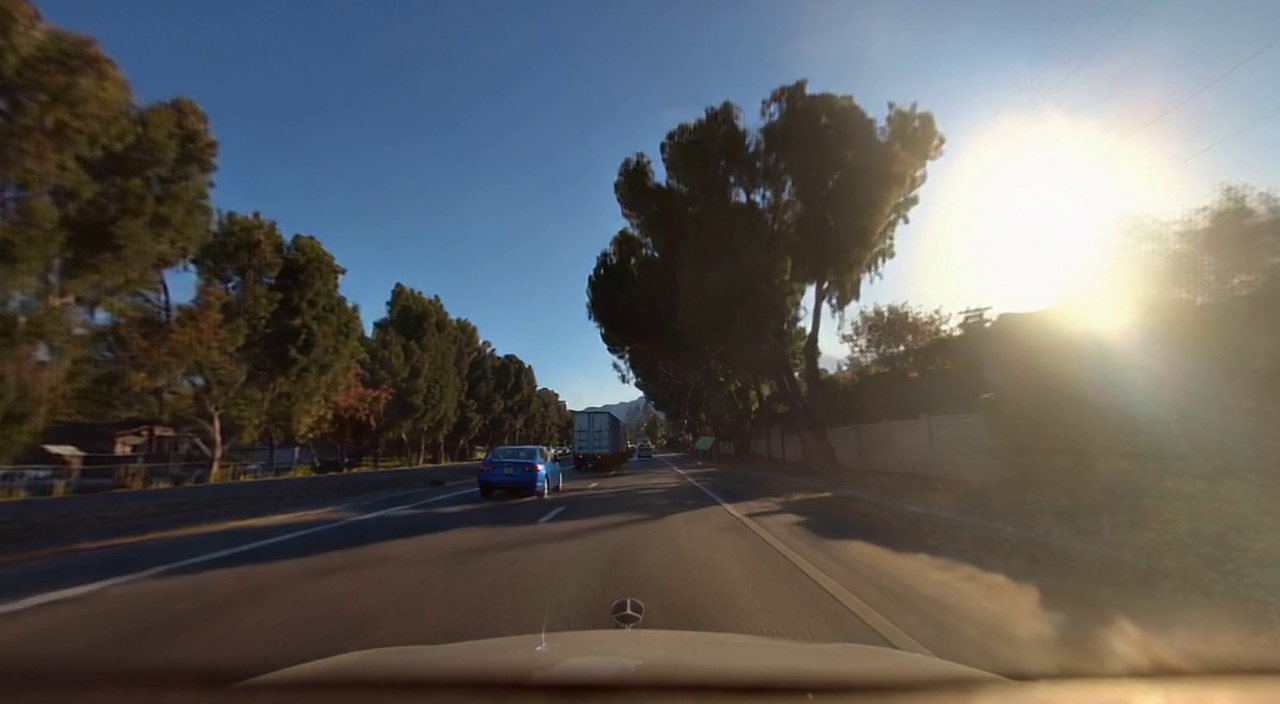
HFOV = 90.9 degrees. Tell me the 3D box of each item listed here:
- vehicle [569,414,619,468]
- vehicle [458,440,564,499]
[{"bbox_3d":[-2.953,6.087,43.080,2.746,3.276,8.572,0,-8,0],"label":"vehicle"},{"bbox_3d":[-3.498,3.290,18.056,2.005,1.462,4.345,0,-8,2],"label":"vehicle"}]
